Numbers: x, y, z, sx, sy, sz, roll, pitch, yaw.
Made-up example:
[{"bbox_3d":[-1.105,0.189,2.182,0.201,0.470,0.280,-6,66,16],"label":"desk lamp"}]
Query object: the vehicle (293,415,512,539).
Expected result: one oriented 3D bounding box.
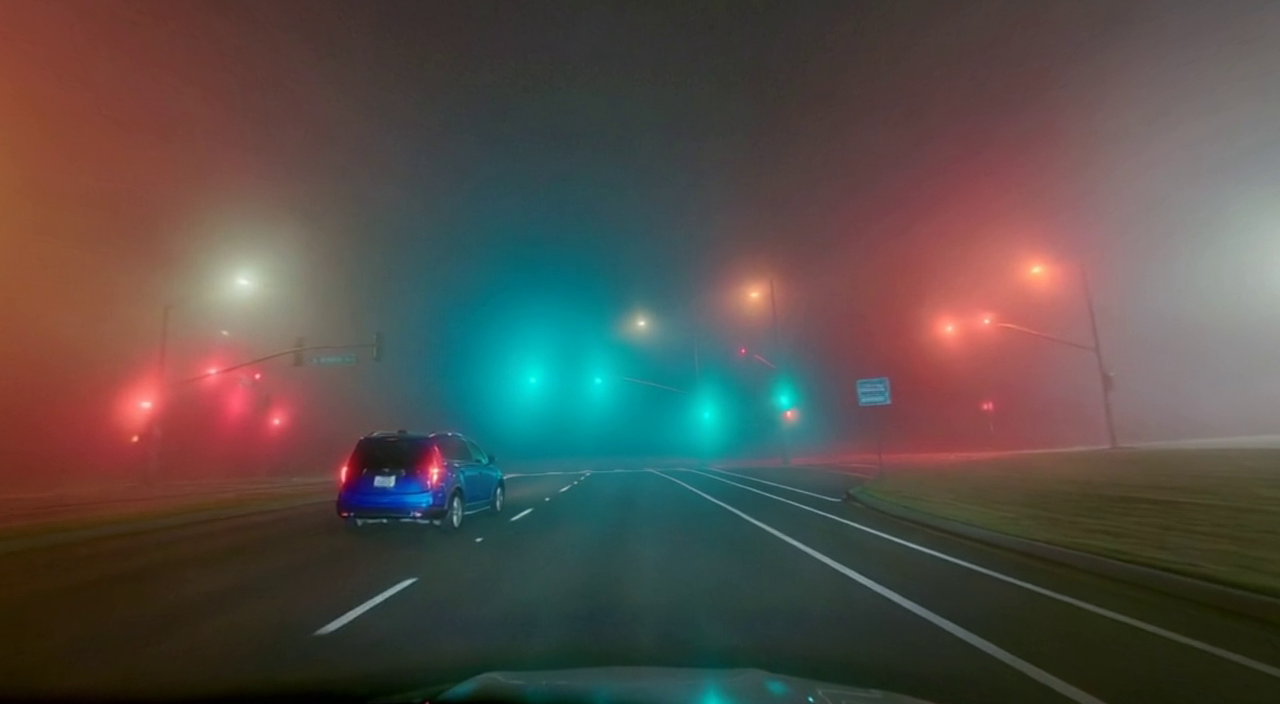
[{"bbox_3d":[-3.797,2.096,11.166,2.121,1.724,4.392,0,-9,0],"label":"vehicle"}]
